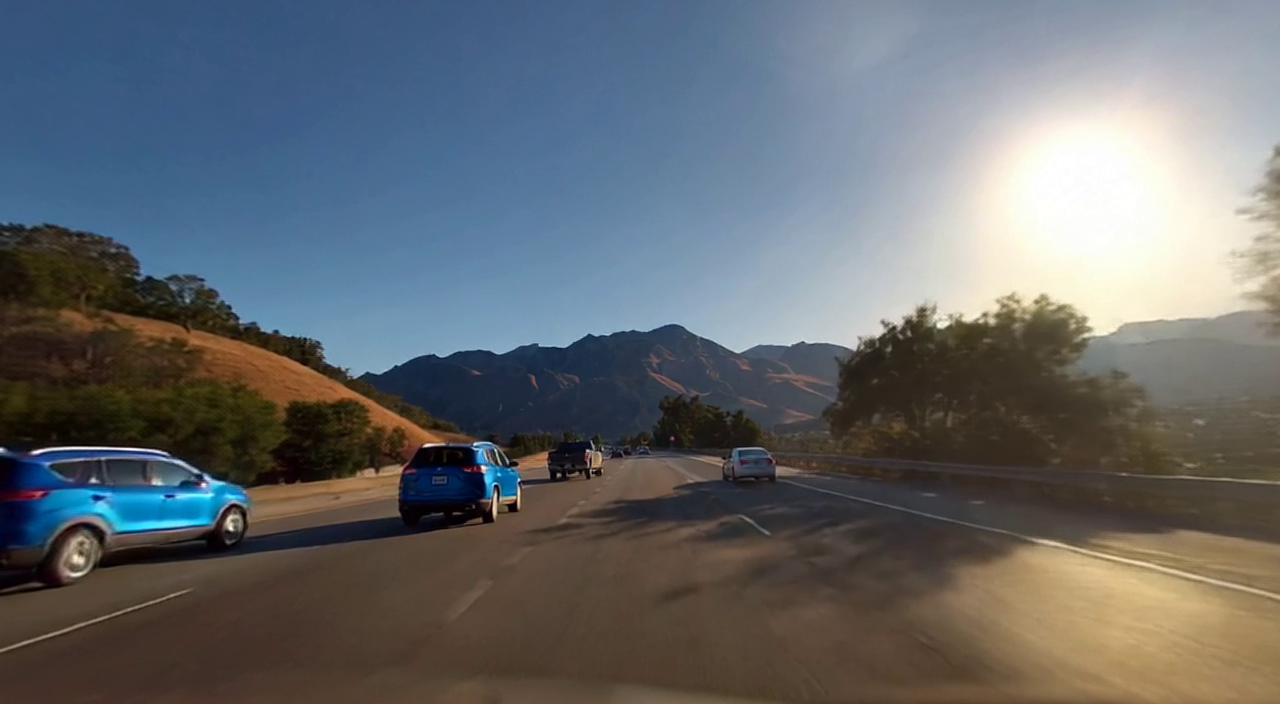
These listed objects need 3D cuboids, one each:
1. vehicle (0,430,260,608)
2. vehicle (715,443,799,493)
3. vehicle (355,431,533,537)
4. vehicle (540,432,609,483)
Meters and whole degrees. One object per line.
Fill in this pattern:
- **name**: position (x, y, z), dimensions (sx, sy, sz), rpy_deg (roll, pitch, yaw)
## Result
- **vehicle**: position (-7.000, 1.799, 7.421), dimensions (2.084, 1.639, 4.648), rpy_deg (0, -9, 1)
- **vehicle**: position (4.020, 4.073, 22.527), dimensions (2.071, 1.570, 4.637), rpy_deg (0, -9, -1)
- **vehicle**: position (-3.591, 2.488, 12.509), dimensions (2.080, 1.716, 4.207), rpy_deg (0, -9, 1)
- **vehicle**: position (-2.934, 4.921, 29.667), dimensions (2.494, 2.136, 5.539), rpy_deg (0, -9, 2)
